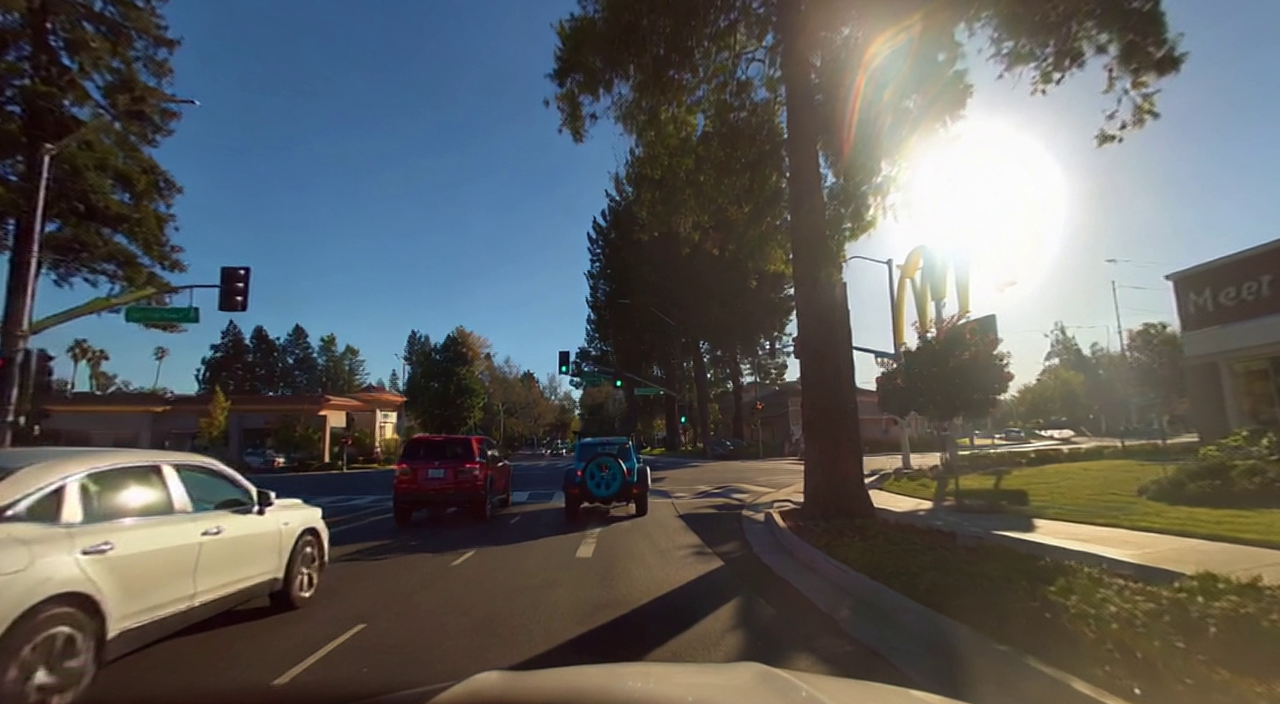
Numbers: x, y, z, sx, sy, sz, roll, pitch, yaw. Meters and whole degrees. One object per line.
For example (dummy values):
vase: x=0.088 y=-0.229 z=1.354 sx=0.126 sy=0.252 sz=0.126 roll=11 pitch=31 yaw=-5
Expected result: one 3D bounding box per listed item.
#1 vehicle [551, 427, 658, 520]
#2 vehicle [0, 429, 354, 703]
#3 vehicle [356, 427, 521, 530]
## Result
vehicle: x=-0.834 y=2.891 z=15.618 sx=2.224 sy=1.923 sz=4.643 roll=0 pitch=-9 yaw=-2
vehicle: x=-3.930 y=1.297 z=4.218 sx=1.941 sy=1.479 sz=4.541 roll=0 pitch=-9 yaw=-1
vehicle: x=-4.026 y=2.609 z=13.601 sx=2.130 sy=1.819 sz=4.497 roll=0 pitch=-9 yaw=-1
